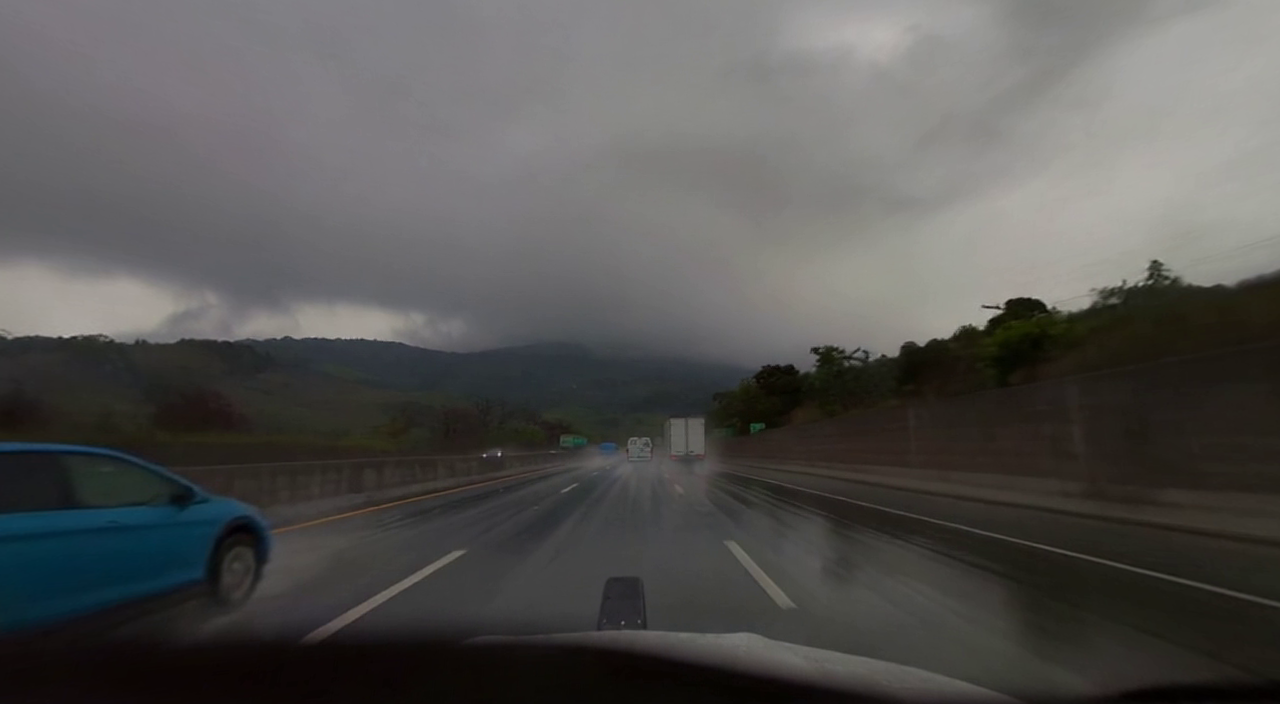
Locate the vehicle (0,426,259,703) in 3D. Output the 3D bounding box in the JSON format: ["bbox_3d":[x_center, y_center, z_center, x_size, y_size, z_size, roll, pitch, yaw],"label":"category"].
[{"bbox_3d":[-4.252,1.117,3.172,1.945,1.463,4.263,0,-9,1],"label":"vehicle"}]

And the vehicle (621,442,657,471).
[{"bbox_3d":[-0.022,6.600,39.887,2.166,1.747,4.299,0,-9,1],"label":"vehicle"}]
